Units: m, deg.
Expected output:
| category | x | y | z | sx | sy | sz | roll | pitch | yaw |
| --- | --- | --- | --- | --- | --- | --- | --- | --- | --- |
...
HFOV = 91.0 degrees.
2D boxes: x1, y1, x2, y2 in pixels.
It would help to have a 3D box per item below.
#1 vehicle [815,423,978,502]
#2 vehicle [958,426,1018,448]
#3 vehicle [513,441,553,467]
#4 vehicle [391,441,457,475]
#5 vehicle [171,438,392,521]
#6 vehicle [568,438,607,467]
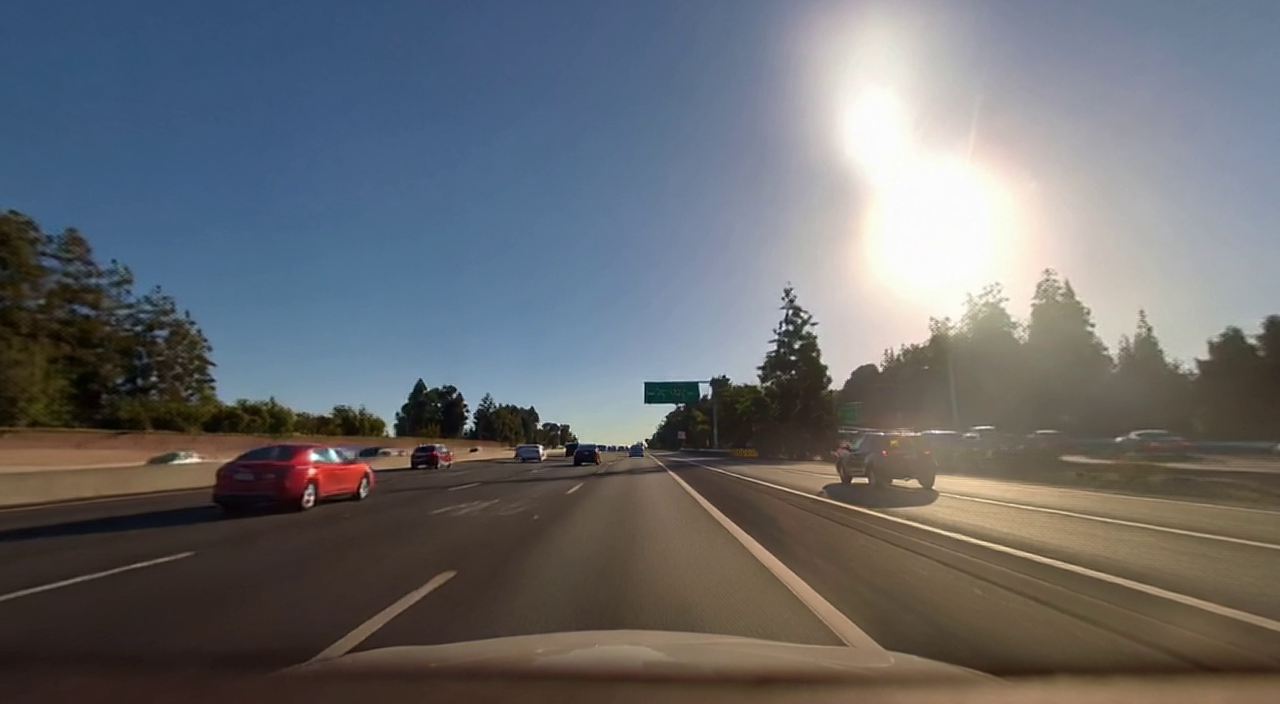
| category | x | y | z | sx | sy | sz | roll | pitch | yaw |
| --- | --- | --- | --- | --- | --- | --- | --- | --- | --- |
| vehicle | 6.638 | 2.945 | 17.062 | 2.259 | 1.816 | 4.862 | 0 | -9 | -1 |
| vehicle | 25.925 | 6.385 | 47.025 | 1.884 | 1.571 | 4.352 | 0 | -9 | -1 |
| vehicle | -7.815 | 7.470 | 46.269 | 2.087 | 1.755 | 4.457 | 0 | -9 | 1 |
| vehicle | -11.392 | 5.603 | 33.494 | 1.958 | 1.633 | 4.302 | 0 | -9 | 0 |
| vehicle | -7.478 | 2.688 | 13.874 | 2.071 | 1.486 | 4.703 | 0 | -9 | 0 |
| vehicle | -3.729 | 7.285 | 45.649 | 2.288 | 1.962 | 5.119 | 0 | -9 | 1 |
